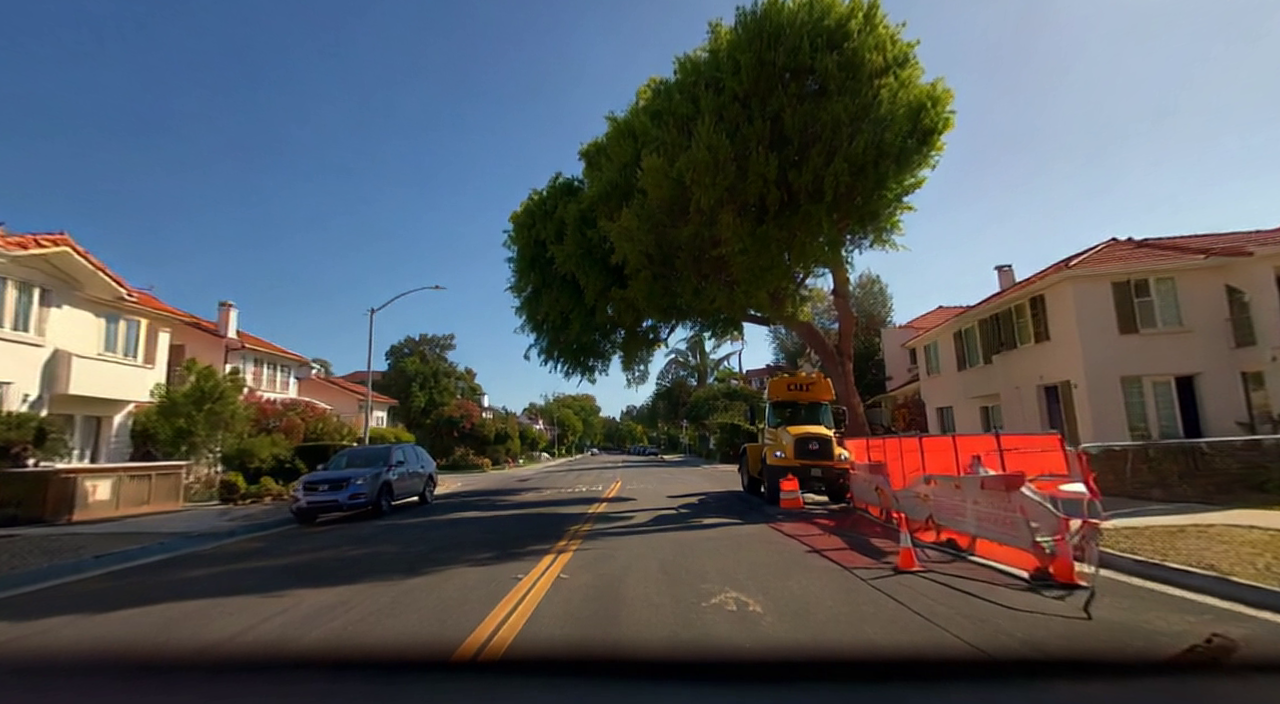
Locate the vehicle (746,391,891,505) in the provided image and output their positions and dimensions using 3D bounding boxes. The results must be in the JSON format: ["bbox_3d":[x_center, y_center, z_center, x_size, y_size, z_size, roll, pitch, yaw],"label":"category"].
[{"bbox_3d":[4.437,2.476,16.378,2.501,2.613,3.505,0,-9,-4],"label":"vehicle"}]

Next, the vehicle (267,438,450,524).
[{"bbox_3d":[-6.588,3.021,15.551,2.220,1.765,4.799,0,-8,1],"label":"vehicle"}]
